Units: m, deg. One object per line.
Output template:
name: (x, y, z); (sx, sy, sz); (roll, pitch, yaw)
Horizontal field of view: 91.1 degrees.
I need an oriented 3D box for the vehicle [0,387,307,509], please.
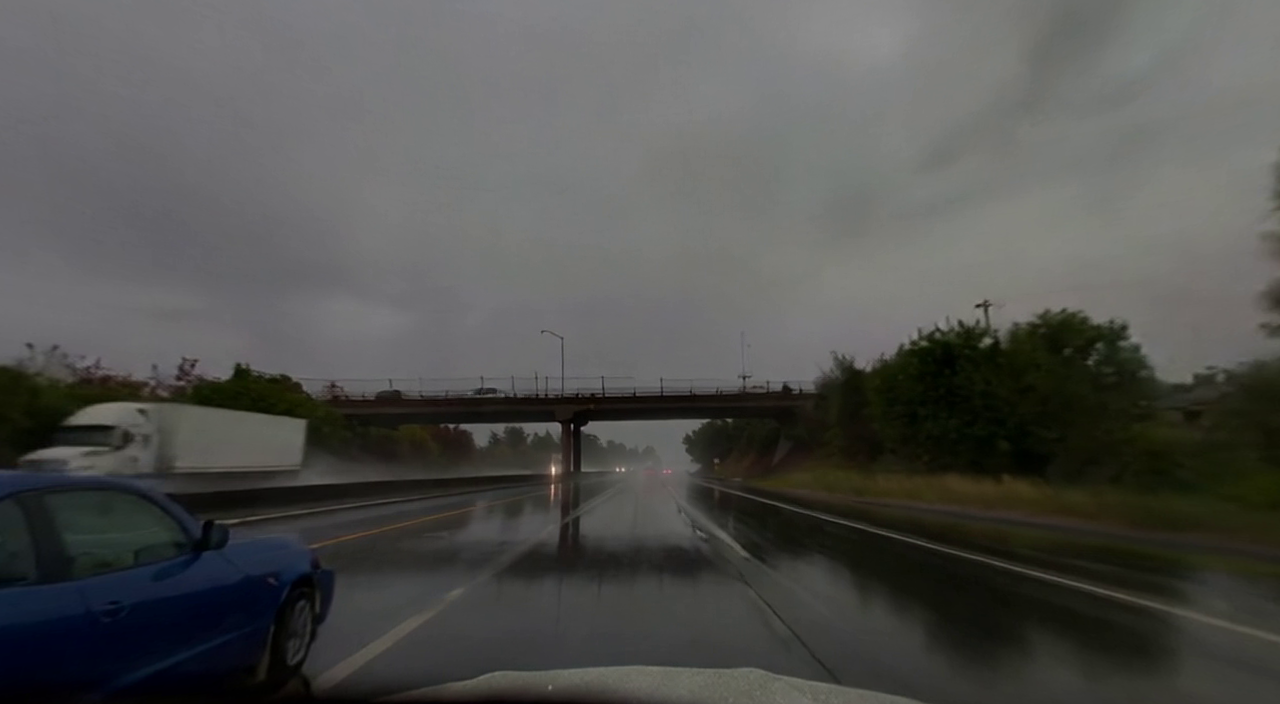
vehicle: (-19.702, 4.397, 27.548); (2.814, 4.002, 13.544); (1, -11, 0)
